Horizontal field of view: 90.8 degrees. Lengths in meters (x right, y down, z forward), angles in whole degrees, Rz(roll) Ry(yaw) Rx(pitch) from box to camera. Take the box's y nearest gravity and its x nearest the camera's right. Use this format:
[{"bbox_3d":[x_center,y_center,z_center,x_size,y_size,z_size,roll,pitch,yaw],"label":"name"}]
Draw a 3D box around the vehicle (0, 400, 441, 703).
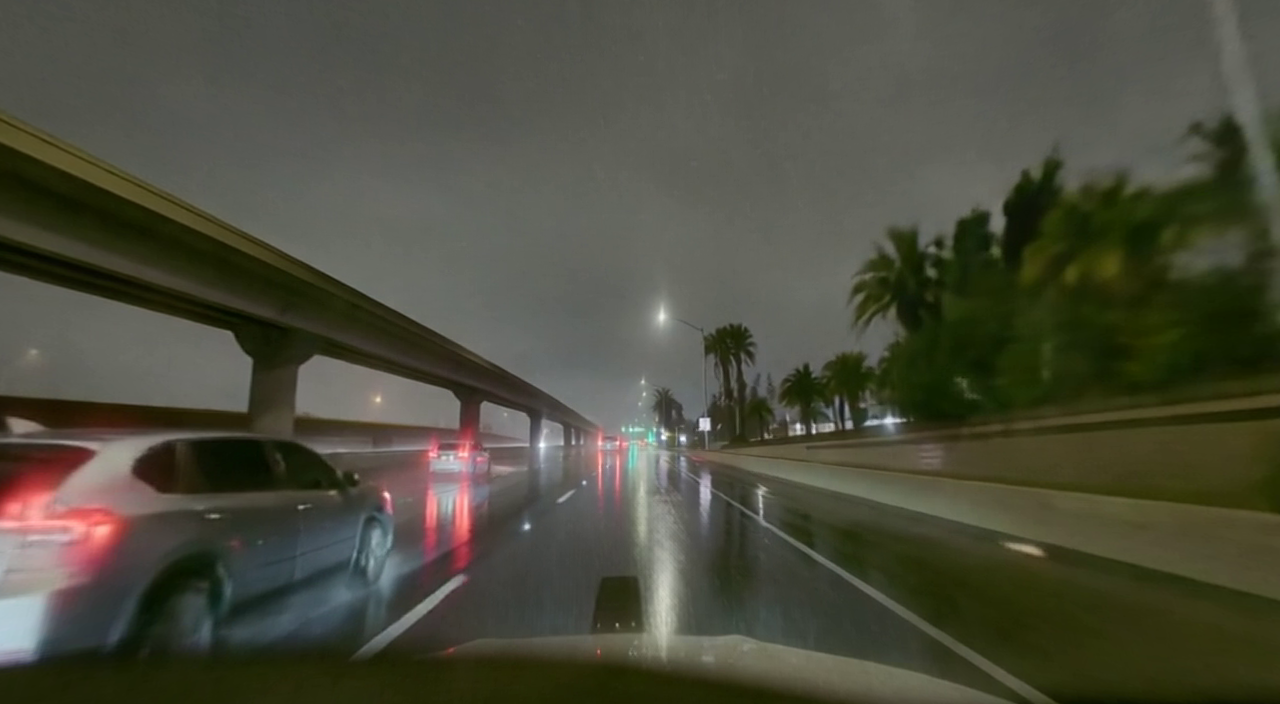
[{"bbox_3d":[-3.294,1.292,4.922,1.978,1.499,4.695,0,-8,0],"label":"vehicle"}]
